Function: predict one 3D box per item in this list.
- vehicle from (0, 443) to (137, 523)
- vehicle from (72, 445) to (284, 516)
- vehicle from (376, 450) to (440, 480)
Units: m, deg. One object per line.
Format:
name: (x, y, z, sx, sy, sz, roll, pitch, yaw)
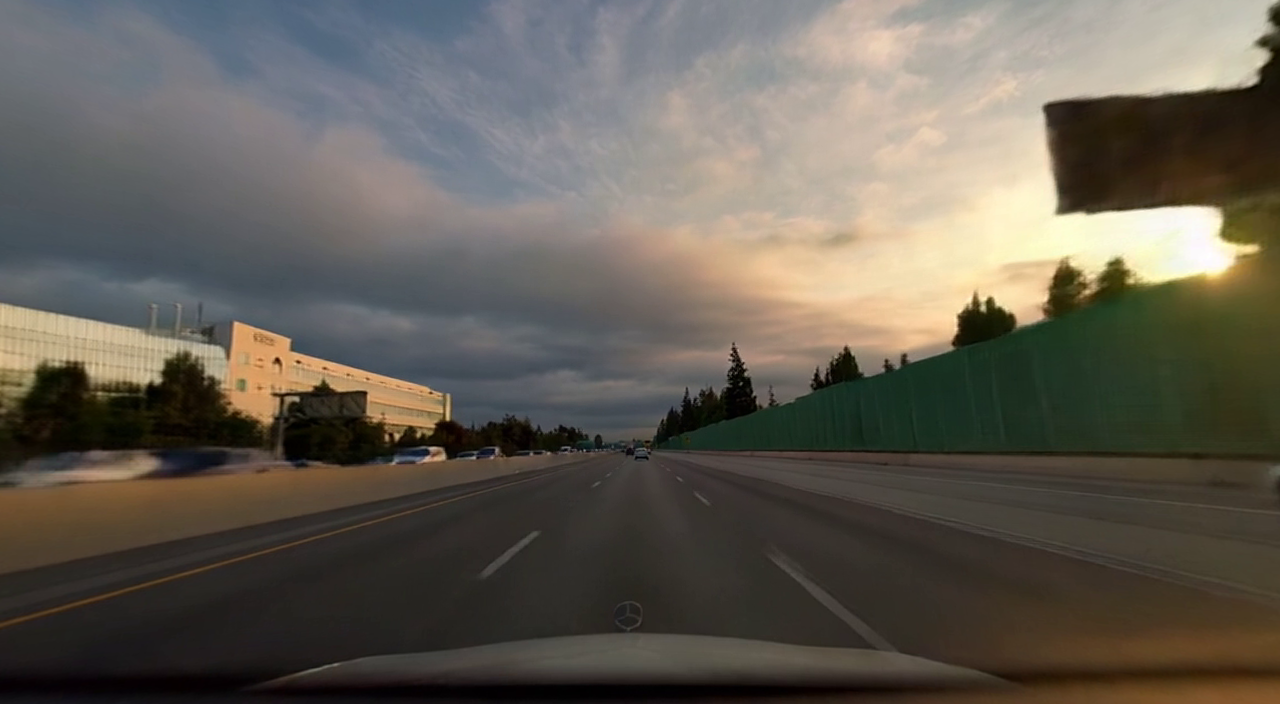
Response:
vehicle: (-15.636, 3.255, 16.004, 2.114, 1.792, 4.296, 0, -9, 0)
vehicle: (-11.103, 3.089, 15.655, 1.971, 1.469, 4.346, 0, -9, 0)
vehicle: (-11.859, 5.789, 32.500, 1.796, 1.442, 3.938, 0, -9, 0)
